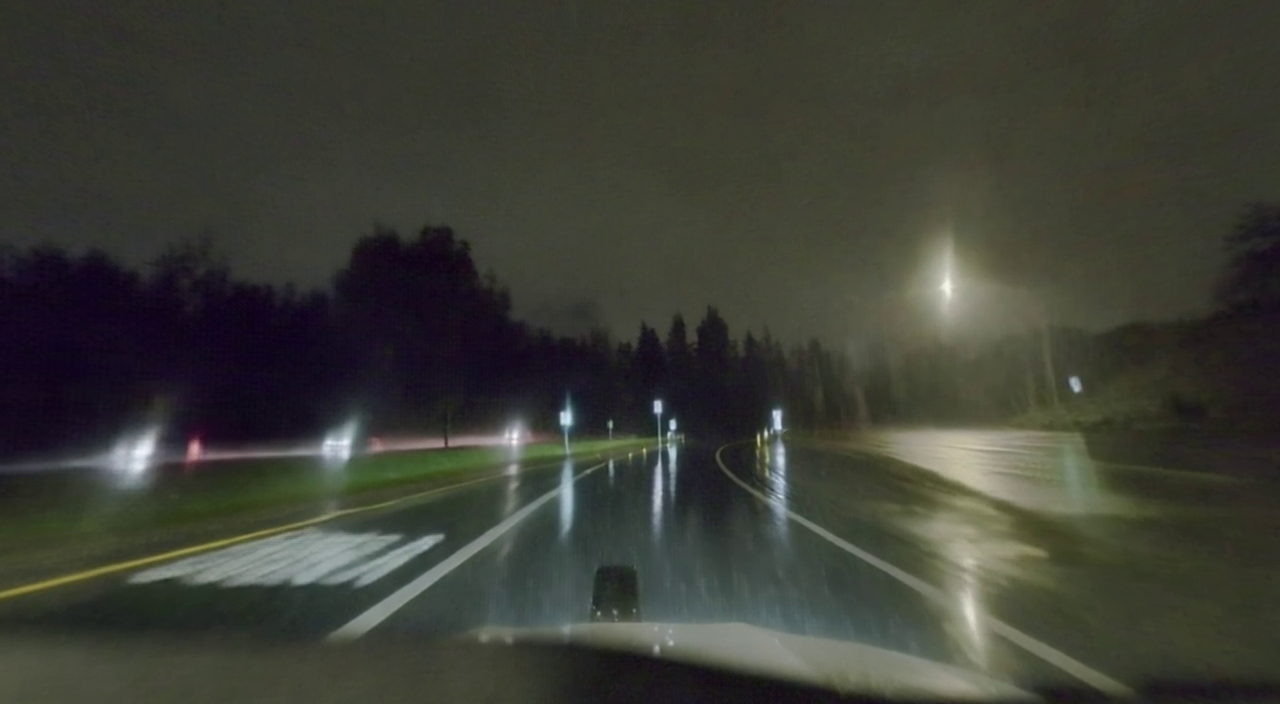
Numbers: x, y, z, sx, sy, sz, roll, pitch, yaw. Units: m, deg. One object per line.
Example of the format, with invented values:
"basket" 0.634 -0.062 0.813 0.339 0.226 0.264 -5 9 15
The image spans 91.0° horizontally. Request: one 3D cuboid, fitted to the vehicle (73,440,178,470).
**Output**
"vehicle" -35.099 7.006 43.106 1.901 1.844 5.070 -5 -9 30
